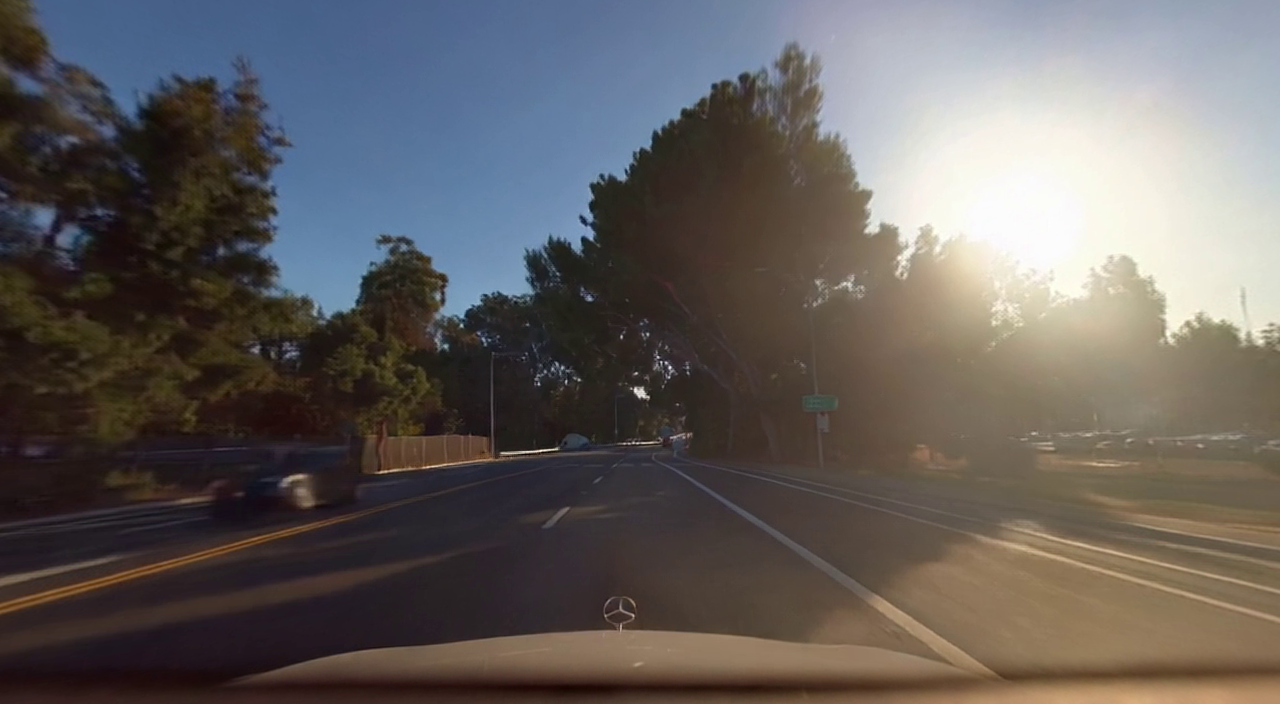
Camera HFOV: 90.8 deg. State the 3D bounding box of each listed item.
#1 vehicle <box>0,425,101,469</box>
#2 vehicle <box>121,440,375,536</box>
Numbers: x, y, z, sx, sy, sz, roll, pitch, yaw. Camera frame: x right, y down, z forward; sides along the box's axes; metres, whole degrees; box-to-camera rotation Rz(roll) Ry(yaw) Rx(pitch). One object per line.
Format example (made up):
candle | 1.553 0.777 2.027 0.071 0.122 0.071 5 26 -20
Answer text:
vehicle | -48.629 7.436 48.986 10.897 3.109 2.847 -1 -8 0
vehicle | -7.210 2.504 12.437 2.055 1.478 4.842 0 -8 -2
